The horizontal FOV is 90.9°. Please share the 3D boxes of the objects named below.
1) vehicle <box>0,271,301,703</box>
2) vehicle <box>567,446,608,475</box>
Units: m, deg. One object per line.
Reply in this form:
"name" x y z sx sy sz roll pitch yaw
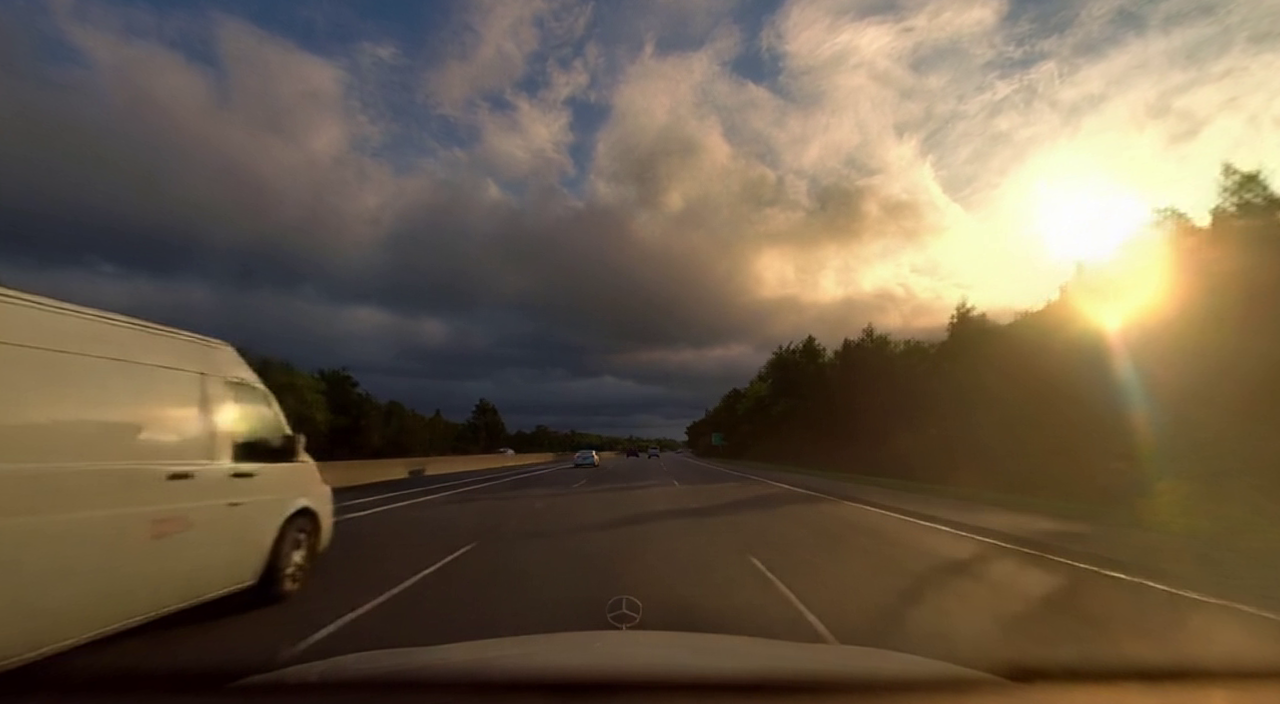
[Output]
"vehicle" -3.842 0.646 2.435 2.219 2.033 4.911 0 -9 1
"vehicle" -2.993 6.307 36.833 1.959 1.571 4.313 0 -9 1
